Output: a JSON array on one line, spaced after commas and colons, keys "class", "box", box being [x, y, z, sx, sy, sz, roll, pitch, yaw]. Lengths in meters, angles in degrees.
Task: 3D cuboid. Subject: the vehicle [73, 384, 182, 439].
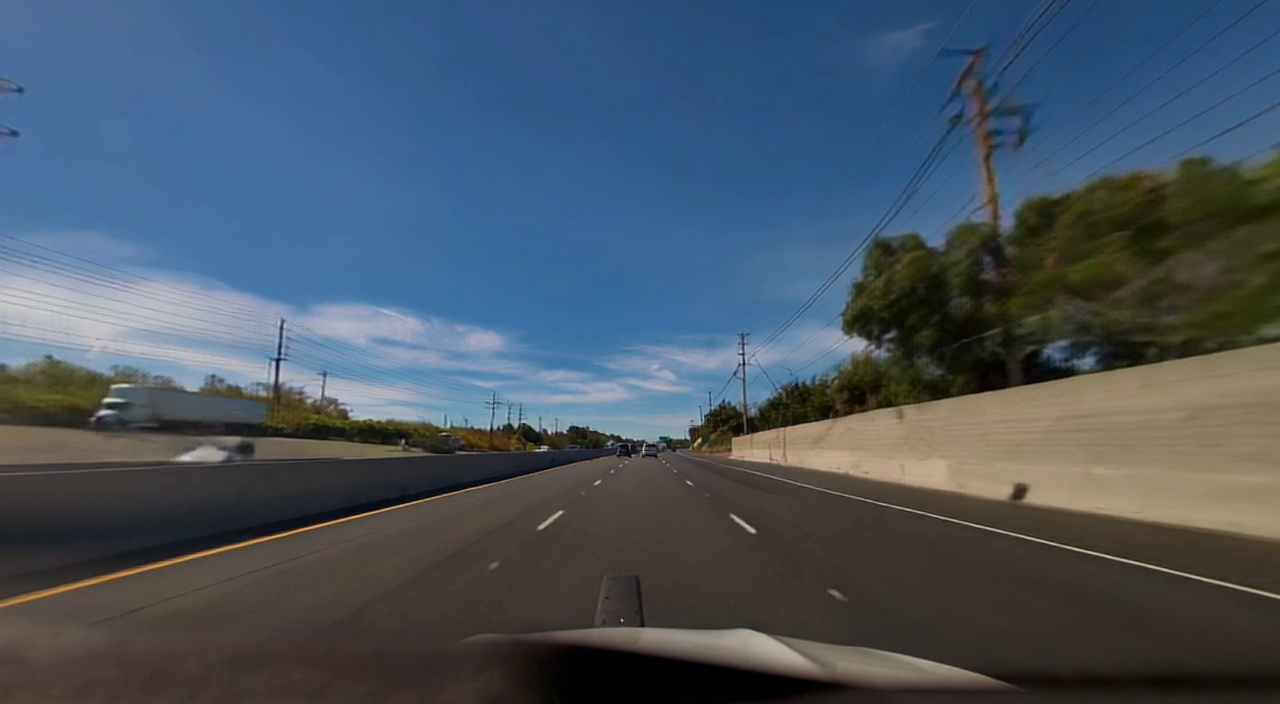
[{"class": "vehicle", "box": [-38.598, 4.613, 47.820, 2.911, 3.794, 5.923, -1, -9, 3]}]

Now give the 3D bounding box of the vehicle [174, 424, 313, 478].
[{"class": "vehicle", "box": [-18.825, 4.769, 30.502, 2.382, 2.331, 6.448, 0, -9, 1]}]
